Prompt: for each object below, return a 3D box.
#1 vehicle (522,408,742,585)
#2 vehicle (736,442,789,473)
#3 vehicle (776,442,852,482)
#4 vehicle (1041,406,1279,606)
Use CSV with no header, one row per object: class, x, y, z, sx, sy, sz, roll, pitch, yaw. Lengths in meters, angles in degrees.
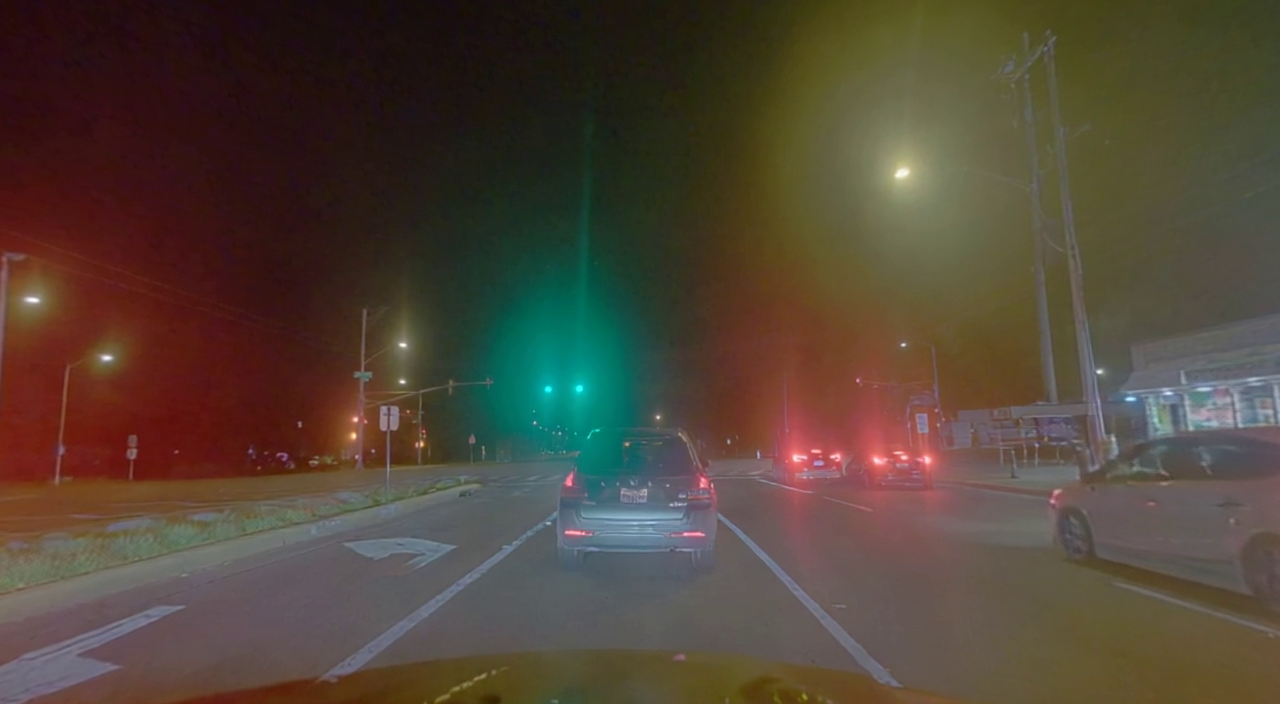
vehicle,-0.062,1.693,8.119,2.115,1.700,3.901,0,-8,1
vehicle,6.259,5.453,32.635,1.961,1.477,4.454,0,-9,2
vehicle,6.855,4.380,25.285,1.833,1.452,4.237,0,-8,0
vehicle,6.403,1.410,6.077,2.072,1.652,4.611,0,-8,1
